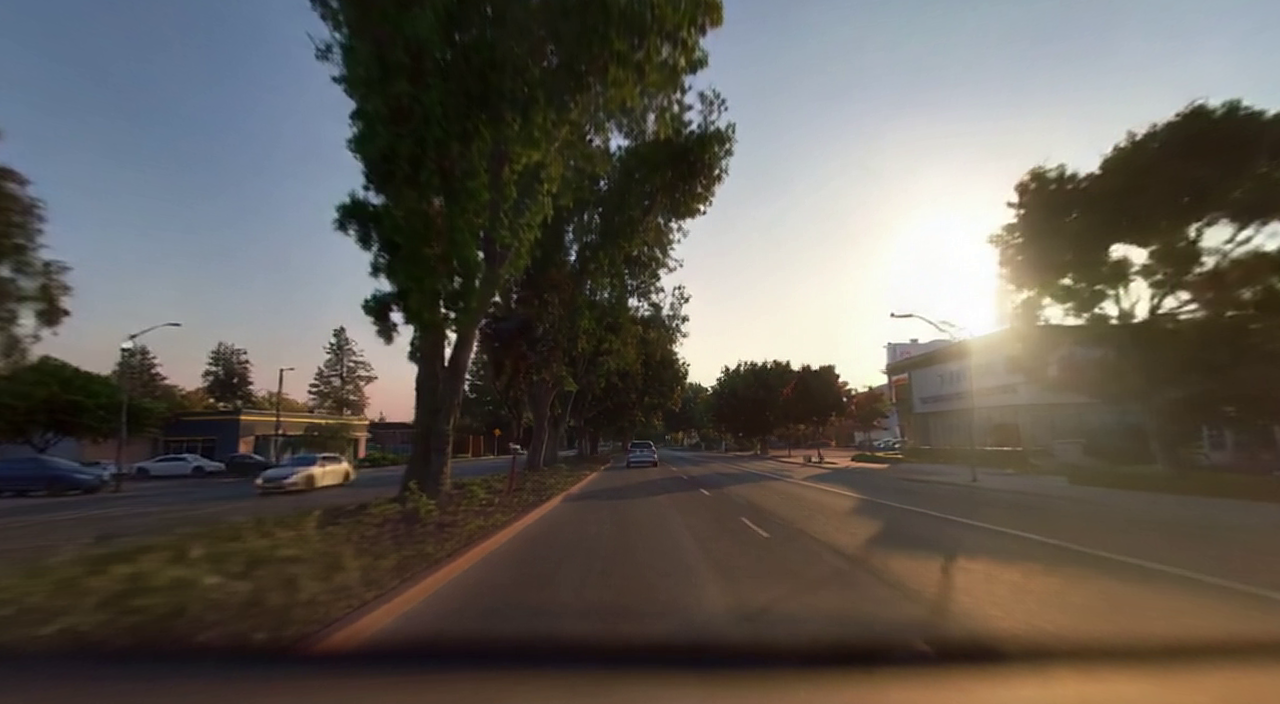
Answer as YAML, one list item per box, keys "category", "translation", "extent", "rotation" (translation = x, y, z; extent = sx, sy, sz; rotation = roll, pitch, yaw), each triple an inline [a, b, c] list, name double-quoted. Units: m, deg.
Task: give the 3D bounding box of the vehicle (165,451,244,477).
- category: "vehicle"
  translation: [-31.171, 8.011, 45.258]
  extent: [1.952, 1.729, 5.170]
  rotation: [0, -8, 0]

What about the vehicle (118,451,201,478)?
- category: "vehicle"
  translation: [-34.379, 8.055, 45.237]
  extent: [2.034, 1.742, 4.830]
  rotation: [0, -8, 1]

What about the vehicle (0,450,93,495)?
- category: "vehicle"
  translation: [-28.194, 5.492, 29.105]
  extent: [2.061, 1.871, 5.360]
  rotation: [2, -9, -14]

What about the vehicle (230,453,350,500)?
- category: "vehicle"
  translation: [-12.489, 4.436, 22.830]
  extent: [1.833, 1.469, 4.343]
  rotation: [0, -9, 0]

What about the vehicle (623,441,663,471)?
- category: "vehicle"
  translation: [0.123, 5.471, 33.319]
  extent: [1.998, 1.452, 3.773]
  rotation: [0, -8, -1]
